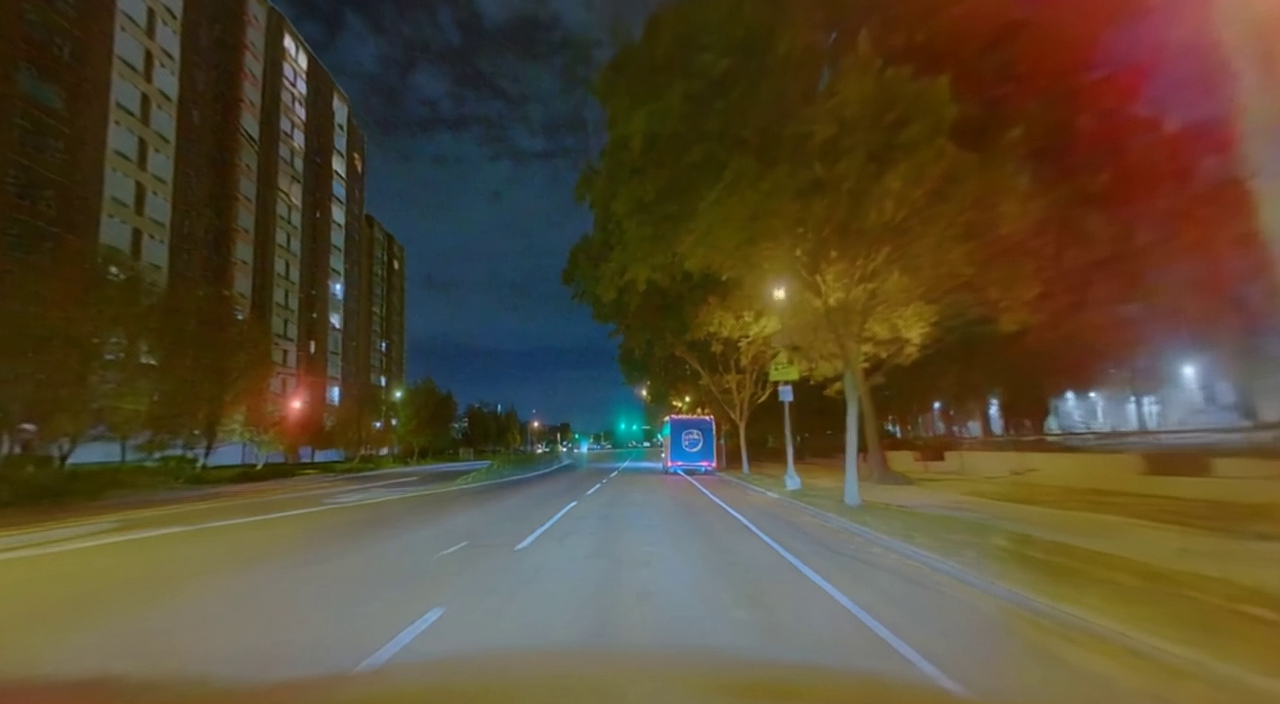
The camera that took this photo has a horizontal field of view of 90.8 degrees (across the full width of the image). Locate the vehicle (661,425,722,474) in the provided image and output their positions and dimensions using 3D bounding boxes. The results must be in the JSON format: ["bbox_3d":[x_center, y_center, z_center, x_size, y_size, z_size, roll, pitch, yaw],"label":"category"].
[{"bbox_3d":[2.425,4.794,31.151,2.514,2.218,5.013,0,-9,-1],"label":"vehicle"}]
